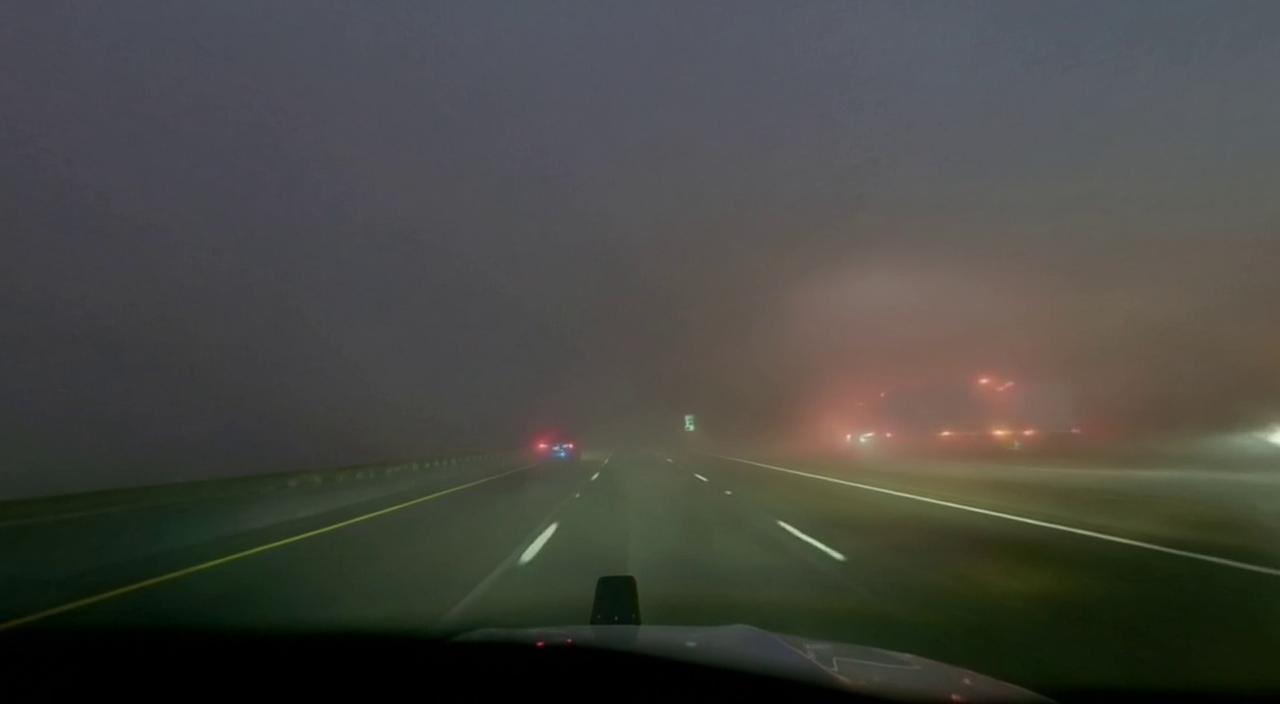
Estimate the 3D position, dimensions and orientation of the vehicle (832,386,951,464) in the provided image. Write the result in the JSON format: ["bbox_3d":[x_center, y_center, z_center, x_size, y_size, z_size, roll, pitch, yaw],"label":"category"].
[{"bbox_3d":[16.072,4.786,41.391,2.935,4.242,10.799,4,-7,-3],"label":"vehicle"}]

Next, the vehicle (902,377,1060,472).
[{"bbox_3d":[16.940,3.617,32.183,2.909,4.017,8.582,3,-6,-4],"label":"vehicle"}]

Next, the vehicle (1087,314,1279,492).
[{"bbox_3d":[17.248,1.224,15.180,3.854,4.214,13.934,-1,-8,6],"label":"vehicle"}]

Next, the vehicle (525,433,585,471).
[{"bbox_3d":[-3.880,4.661,29.508,2.206,1.604,4.374,0,-8,0],"label":"vehicle"}]
